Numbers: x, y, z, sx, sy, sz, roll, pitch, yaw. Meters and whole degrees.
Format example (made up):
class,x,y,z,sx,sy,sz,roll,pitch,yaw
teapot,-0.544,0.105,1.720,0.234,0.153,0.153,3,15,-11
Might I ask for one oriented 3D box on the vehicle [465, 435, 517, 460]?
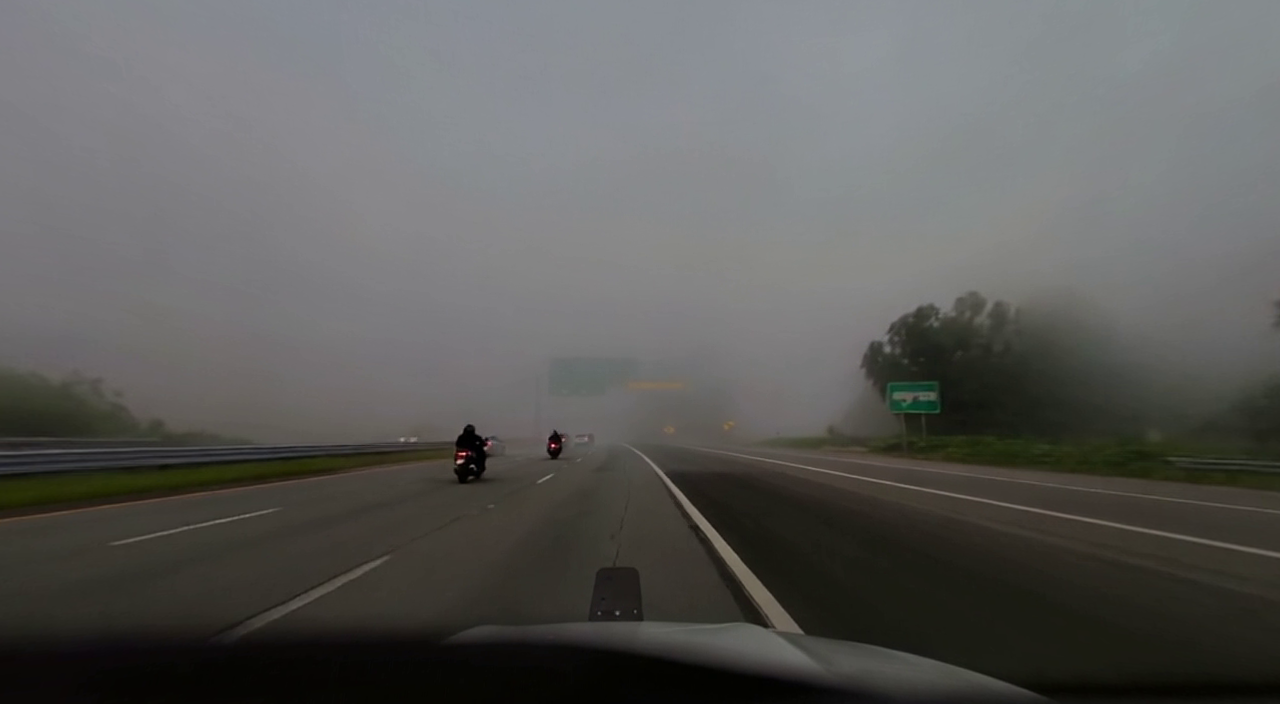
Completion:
class,x,y,z,sx,sy,sz,roll,pitch,yaw
vehicle,-8.862,5.713,37.962,2.053,1.409,4.704,0,-8,-1
